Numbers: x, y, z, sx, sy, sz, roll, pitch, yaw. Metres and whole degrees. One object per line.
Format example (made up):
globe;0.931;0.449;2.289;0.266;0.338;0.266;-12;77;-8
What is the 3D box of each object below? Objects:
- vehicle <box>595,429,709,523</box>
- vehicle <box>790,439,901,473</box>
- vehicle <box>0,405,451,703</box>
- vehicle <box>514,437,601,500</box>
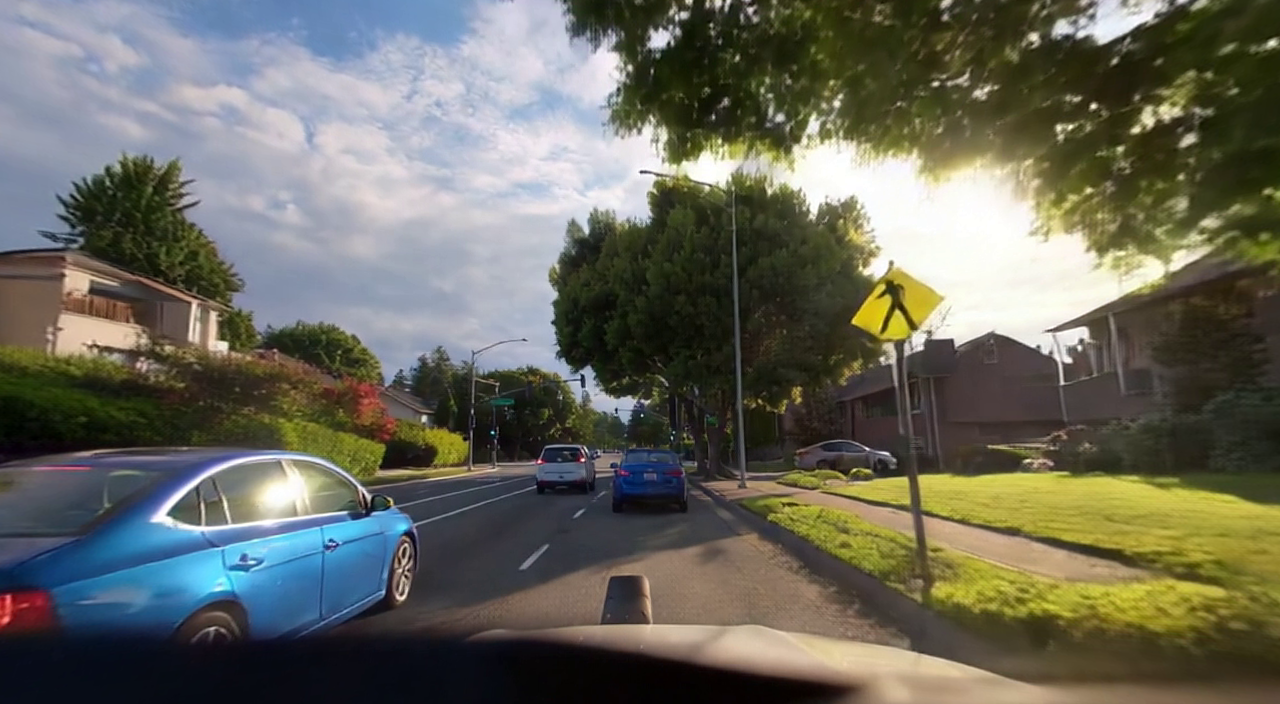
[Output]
vehicle;0.250;2.613;13.751;2.120;1.718;3.909;-1;-9;1
vehicle;9.444;4.809;29.204;4.456;1.504;1.914;0;-9;0
vehicle;-2.841;1.165;3.561;1.968;1.472;4.685;-1;-9;2
vehicle;-2.455;3.598;19.856;2.000;1.737;4.133;-1;-9;2
